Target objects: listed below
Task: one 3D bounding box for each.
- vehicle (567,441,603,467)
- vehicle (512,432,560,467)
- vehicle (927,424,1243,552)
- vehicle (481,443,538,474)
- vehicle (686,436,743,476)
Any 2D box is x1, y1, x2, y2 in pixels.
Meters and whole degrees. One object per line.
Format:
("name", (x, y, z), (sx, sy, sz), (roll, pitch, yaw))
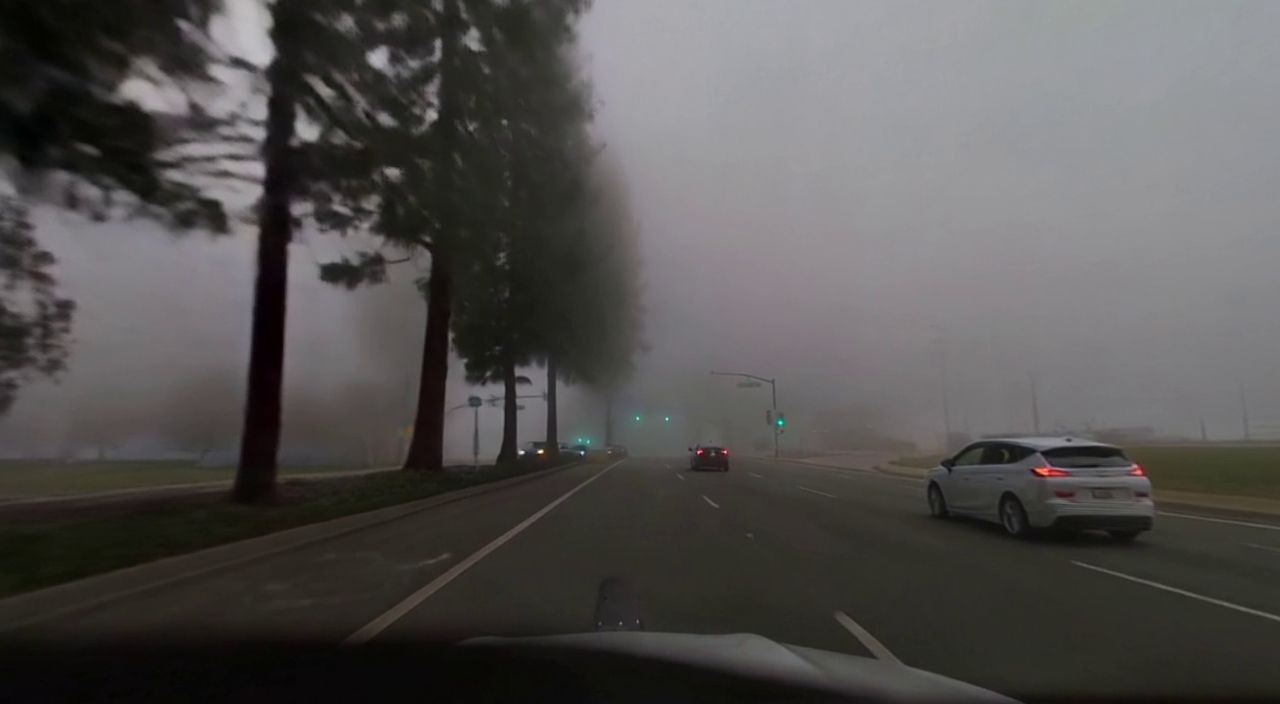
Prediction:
("vehicle", (-3.559, 6.723, 41.664), (1.948, 1.595, 4.256), (-1, -8, 0))
("vehicle", (-6.678, 6.368, 41.279), (2.141, 2.111, 5.940), (-1, -9, 0))
("vehicle", (6.725, 2.068, 10.324), (2.000, 1.618, 4.238), (0, -9, -1))
("vehicle", (-6.638, 5.451, 32.544), (1.970, 1.483, 4.269), (-1, -8, 0))
("vehicle", (3.495, 4.992, 30.593), (2.095, 1.759, 4.862), (0, -9, -1))
